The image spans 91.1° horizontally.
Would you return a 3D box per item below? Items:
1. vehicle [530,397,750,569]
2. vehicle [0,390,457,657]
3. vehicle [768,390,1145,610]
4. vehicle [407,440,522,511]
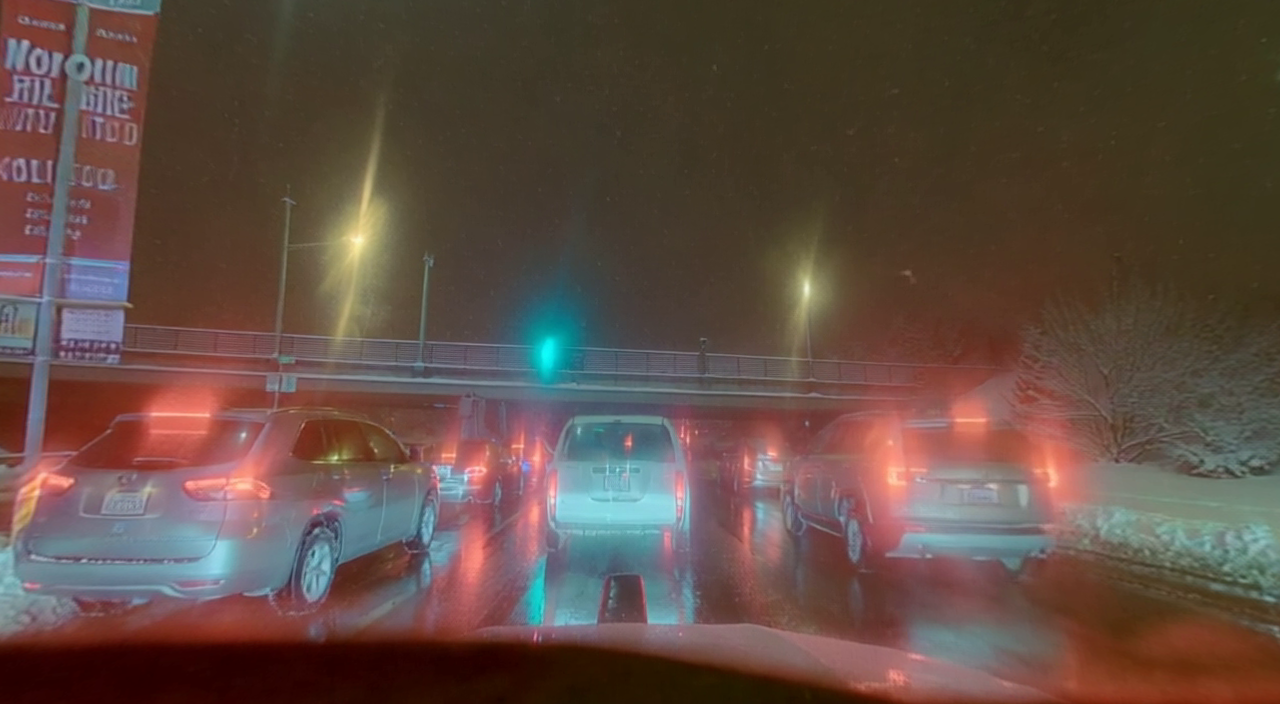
[{"bbox_3d":[-0.082,1.771,9.214,2.409,1.864,4.471,0,-9,-2],"label":"vehicle"},{"bbox_3d":[-3.496,1.426,6.267,2.039,1.709,4.265,0,-9,0],"label":"vehicle"},{"bbox_3d":[3.120,1.573,7.627,2.016,1.804,4.681,0,-9,-2],"label":"vehicle"},{"bbox_3d":[-4.153,2.945,15.431,1.797,1.505,3.506,0,-9,0],"label":"vehicle"}]
